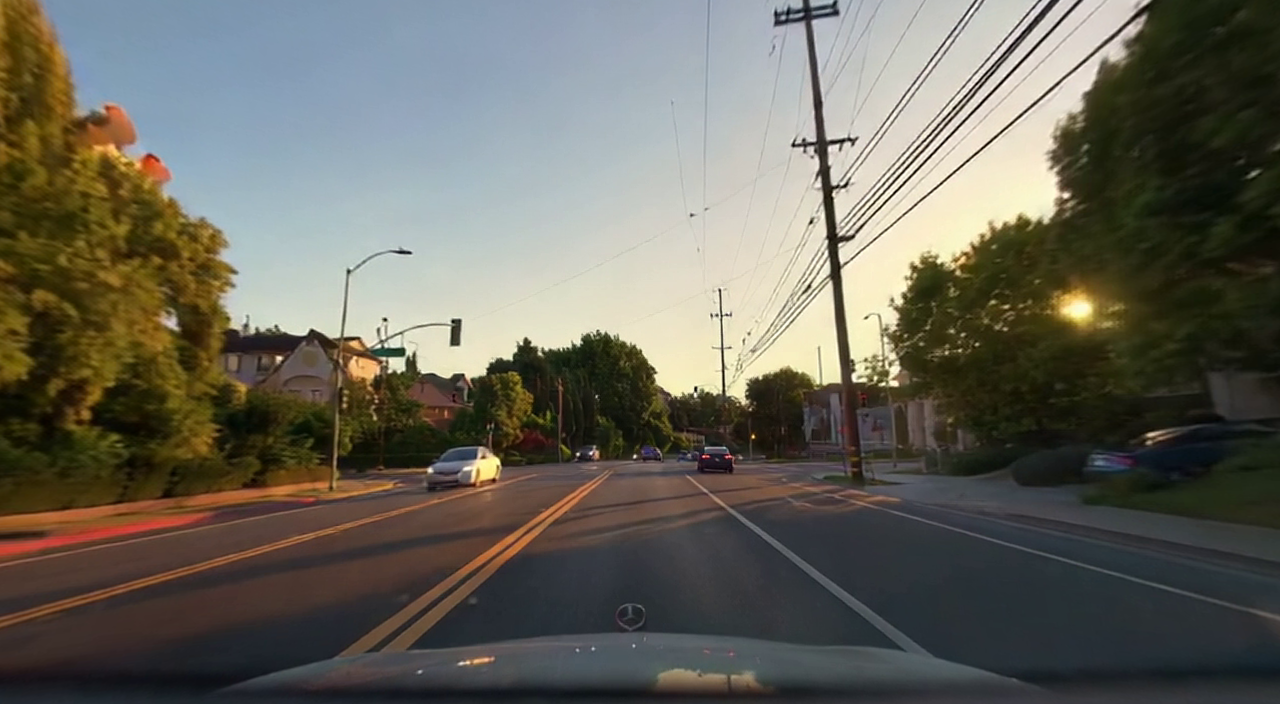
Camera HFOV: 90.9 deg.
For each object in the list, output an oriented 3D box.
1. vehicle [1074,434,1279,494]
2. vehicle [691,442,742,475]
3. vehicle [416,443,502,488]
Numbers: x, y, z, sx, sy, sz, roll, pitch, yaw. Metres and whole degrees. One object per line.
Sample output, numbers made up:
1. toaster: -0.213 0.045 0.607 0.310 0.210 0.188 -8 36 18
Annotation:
1. vehicle: 14.699 2.973 16.935 4.838 1.474 1.873 1 -8 -6
2. vehicle: 3.722 5.264 31.418 1.951 1.479 4.487 0 -8 -1
3. vehicle: -7.266 4.583 25.814 2.126 1.645 4.493 0 -8 1
